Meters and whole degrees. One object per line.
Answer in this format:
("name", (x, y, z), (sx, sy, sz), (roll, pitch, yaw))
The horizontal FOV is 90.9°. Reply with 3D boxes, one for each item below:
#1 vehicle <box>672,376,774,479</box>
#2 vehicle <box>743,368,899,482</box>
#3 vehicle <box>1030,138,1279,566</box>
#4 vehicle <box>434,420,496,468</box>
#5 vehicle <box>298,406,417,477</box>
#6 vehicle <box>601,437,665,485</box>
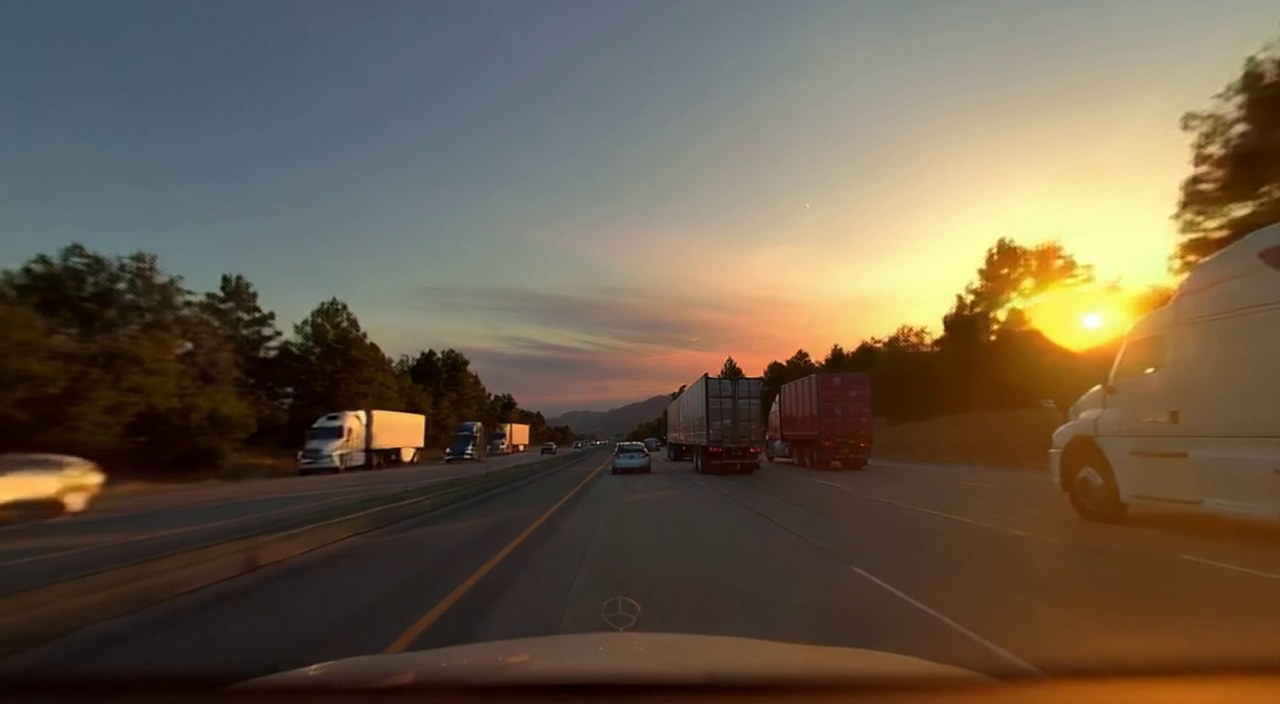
("vehicle", (3.661, 3.938, 32.298), (2.888, 4.099, 14.183), (0, -8, -2))
("vehicle", (7.697, 3.543, 29.965), (2.876, 4.111, 14.145), (0, -7, -2))
("vehicle", (7.975, 0.046, 6.771), (2.979, 4.312, 6.722), (0, -8, -1))
("vehicle", (-13.310, 7.002, 48.545), (2.641, 3.353, 7.768), (0, -8, -1))
("vehicle", (-17.061, 5.520, 39.114), (3.053, 3.812, 9.596), (0, -8, -1))
("vehicle", (-0.274, 3.735, 22.010), (2.038, 1.477, 3.773), (0, -8, -1))
